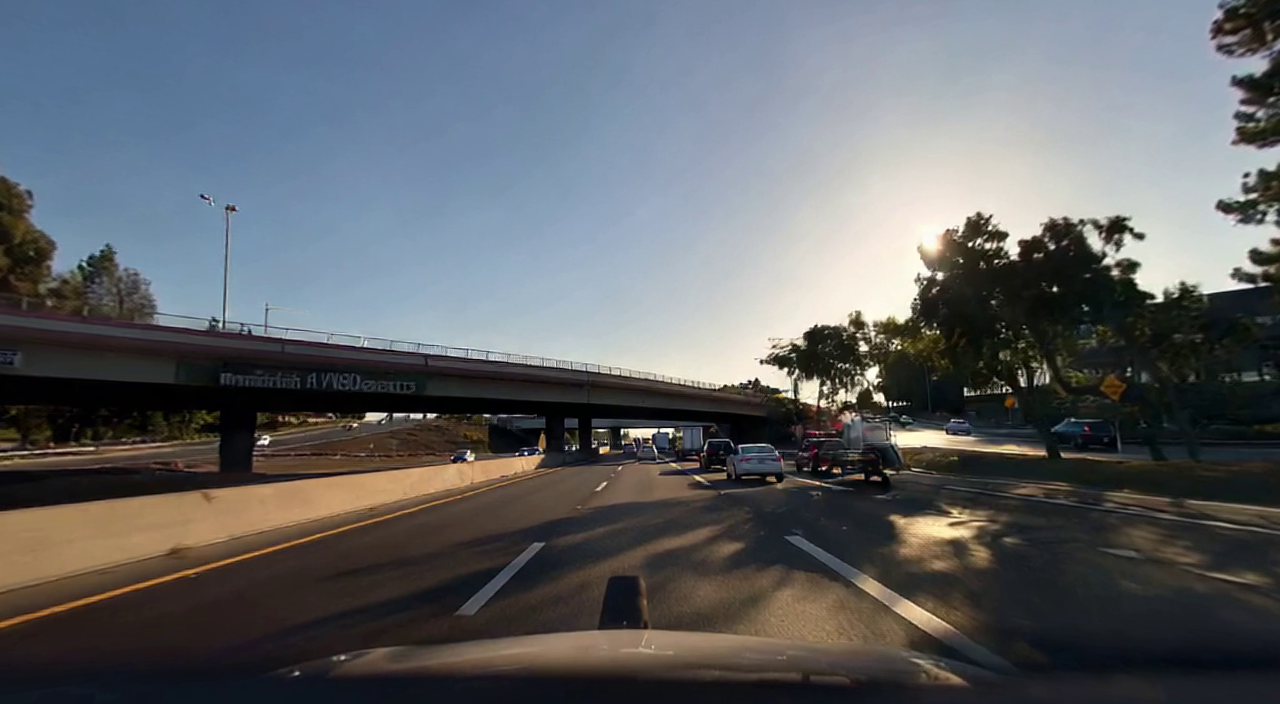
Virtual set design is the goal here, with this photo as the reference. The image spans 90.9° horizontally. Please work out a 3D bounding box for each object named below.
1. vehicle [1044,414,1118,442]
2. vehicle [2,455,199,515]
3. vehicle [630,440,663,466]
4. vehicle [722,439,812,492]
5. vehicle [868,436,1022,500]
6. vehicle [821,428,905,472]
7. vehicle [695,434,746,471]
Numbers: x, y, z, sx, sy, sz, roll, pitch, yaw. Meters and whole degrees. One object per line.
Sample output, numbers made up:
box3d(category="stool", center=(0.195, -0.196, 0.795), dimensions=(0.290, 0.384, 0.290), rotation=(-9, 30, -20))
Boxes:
box3d(category="vehicle", center=(31.504, 5.507, 45.254), dimensions=(2.131, 1.840, 4.870), rotation=(-1, -8, 5))
box3d(category="vehicle", center=(-15.514, 3.800, 18.542), dimensions=(1.888, 1.464, 4.395), rotation=(0, -8, 1))
box3d(category="vehicle", center=(0.452, 6.877, 43.025), dimensions=(2.124, 1.639, 4.122), rotation=(0, -8, 0))
box3d(category="vehicle", center=(3.895, 3.540, 20.113), dimensions=(1.902, 1.481, 4.451), rotation=(0, -8, 0))
box3d(category="vehicle", center=(7.878, 3.022, 16.860), dimensions=(1.919, 1.476, 4.303), rotation=(0, -8, -1))
box3d(category="vehicle", center=(11.222, 4.975, 32.217), dimensions=(2.193, 2.025, 5.606), rotation=(0, -8, 0))
box3d(category="vehicle", center=(4.331, 5.493, 34.519), dimensions=(2.086, 1.858, 4.737), rotation=(0, -8, -1))
